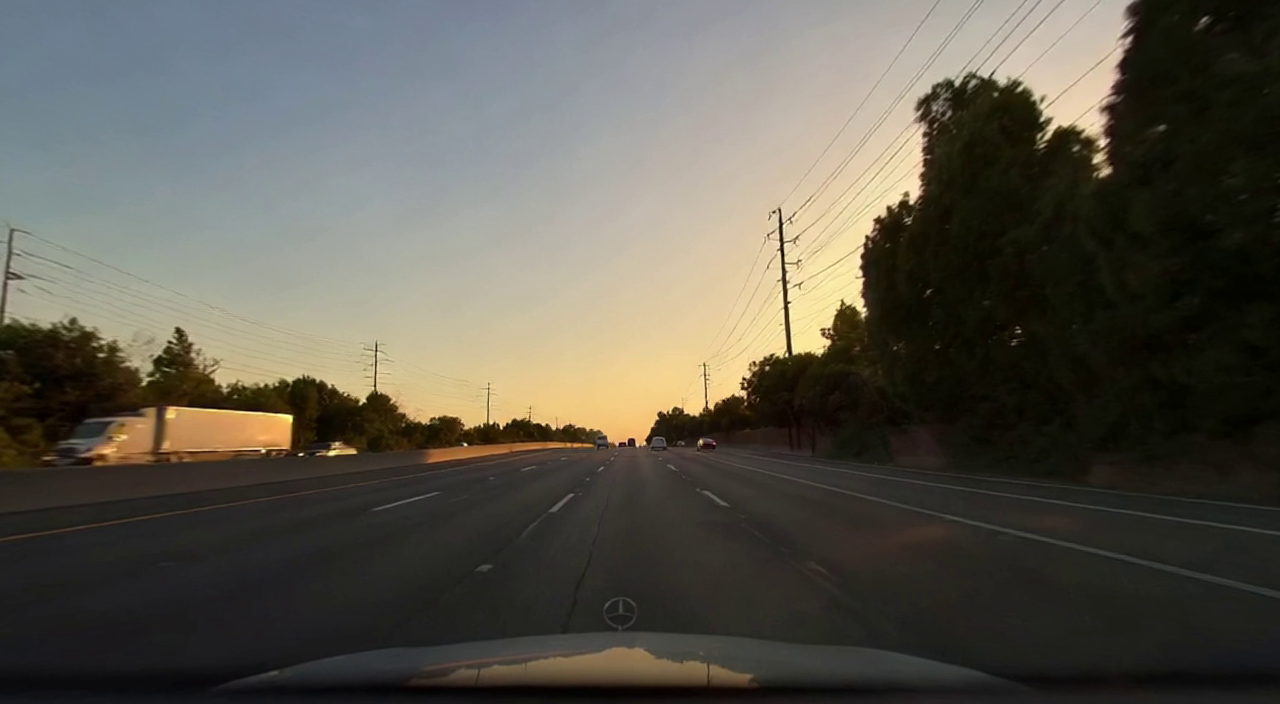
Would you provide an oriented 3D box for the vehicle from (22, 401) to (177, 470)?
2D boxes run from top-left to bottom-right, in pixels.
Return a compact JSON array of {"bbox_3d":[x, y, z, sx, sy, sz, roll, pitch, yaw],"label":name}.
[{"bbox_3d":[-32.404,5.134,38.411,3.007,3.808,7.031,0,-9,0],"label":"vehicle"}]

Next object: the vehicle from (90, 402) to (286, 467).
[{"bbox_3d":[-32.538,6.308,47.313,2.879,4.002,16.237,0,-9,0],"label":"vehicle"}]
